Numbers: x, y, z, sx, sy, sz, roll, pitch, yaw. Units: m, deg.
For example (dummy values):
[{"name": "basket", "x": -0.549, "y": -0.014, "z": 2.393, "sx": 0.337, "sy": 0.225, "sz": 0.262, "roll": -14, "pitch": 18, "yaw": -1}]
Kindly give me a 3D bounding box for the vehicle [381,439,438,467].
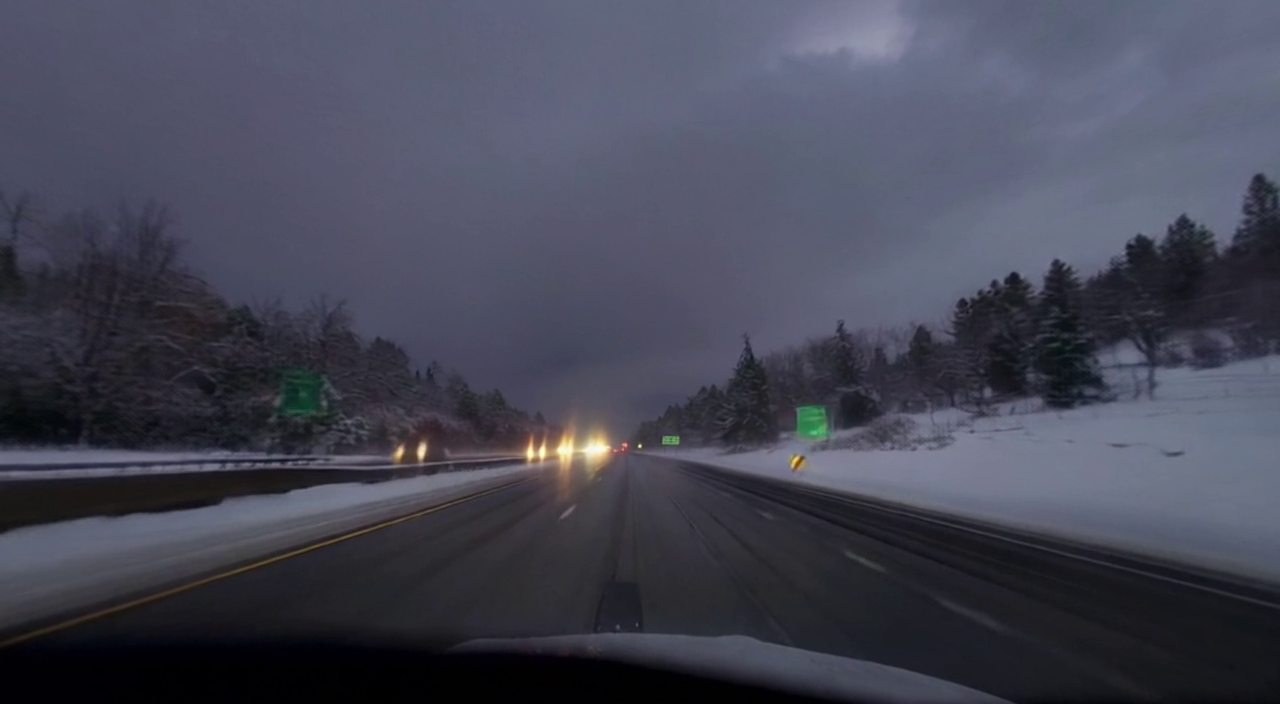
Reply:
[{"name": "vehicle", "x": -16.535, "y": 7.266, "z": 45.358, "sx": 2.179, "sy": 1.831, "sz": 5.119, "roll": 0, "pitch": -9, "yaw": 0}]
